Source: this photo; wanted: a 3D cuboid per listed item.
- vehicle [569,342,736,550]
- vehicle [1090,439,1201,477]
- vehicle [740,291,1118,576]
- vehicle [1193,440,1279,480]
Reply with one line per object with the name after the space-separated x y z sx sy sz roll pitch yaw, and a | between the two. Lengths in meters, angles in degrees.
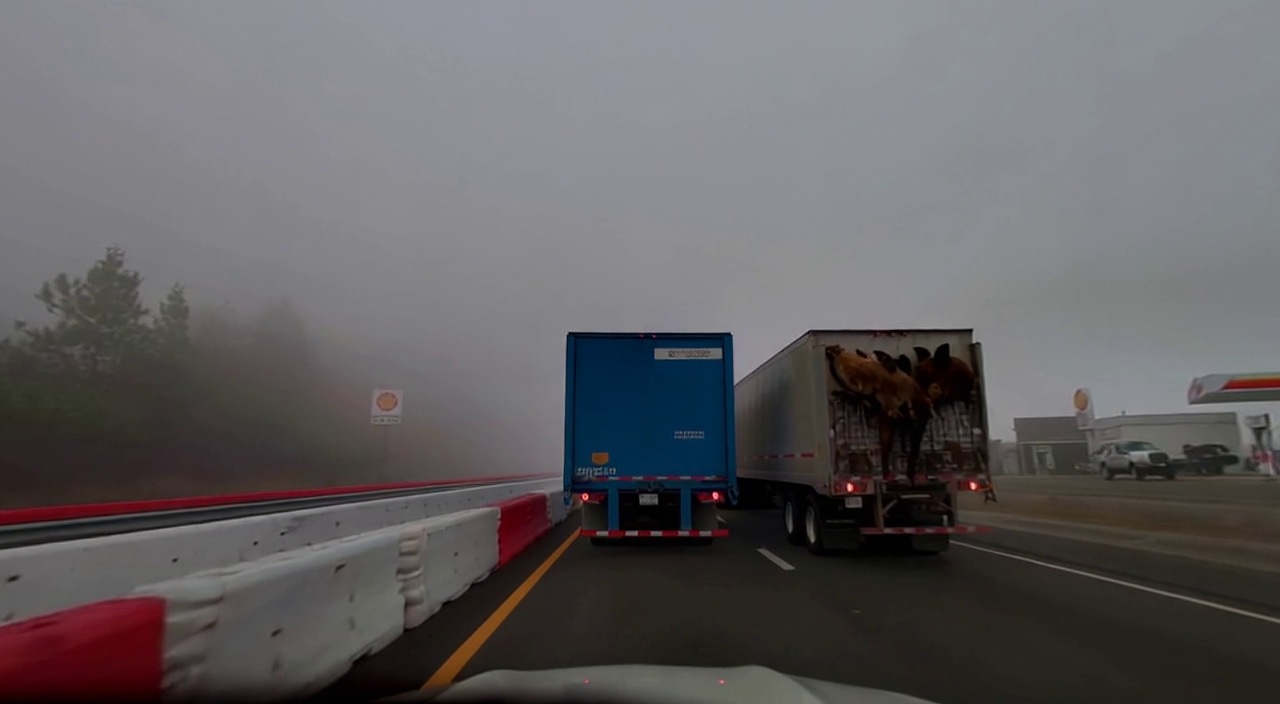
0.166 2.260 14.466 2.618 3.306 8.676 1 -10 -1 | vehicle
24.784 5.259 31.110 1.919 1.722 4.024 1 -10 -3 | vehicle
4.402 1.842 12.820 2.936 3.640 9.443 1 -10 -2 | vehicle
24.673 4.236 24.496 1.762 1.470 4.485 3 -11 -10 | vehicle
